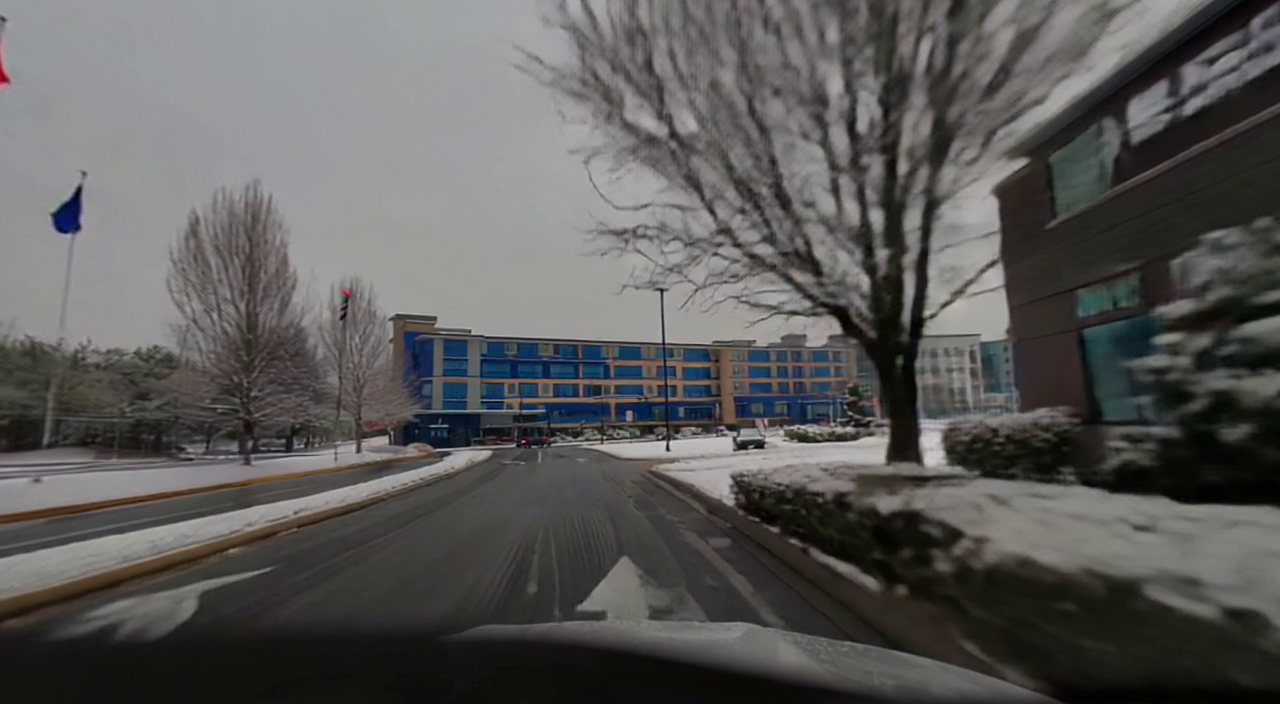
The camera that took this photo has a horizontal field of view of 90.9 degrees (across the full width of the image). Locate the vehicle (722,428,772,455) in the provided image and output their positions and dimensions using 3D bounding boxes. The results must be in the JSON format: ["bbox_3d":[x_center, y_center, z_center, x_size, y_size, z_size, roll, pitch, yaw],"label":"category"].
[{"bbox_3d":[6.351,5.364,37.708,1.769,1.516,3.520,0,-9,-11],"label":"vehicle"}]
